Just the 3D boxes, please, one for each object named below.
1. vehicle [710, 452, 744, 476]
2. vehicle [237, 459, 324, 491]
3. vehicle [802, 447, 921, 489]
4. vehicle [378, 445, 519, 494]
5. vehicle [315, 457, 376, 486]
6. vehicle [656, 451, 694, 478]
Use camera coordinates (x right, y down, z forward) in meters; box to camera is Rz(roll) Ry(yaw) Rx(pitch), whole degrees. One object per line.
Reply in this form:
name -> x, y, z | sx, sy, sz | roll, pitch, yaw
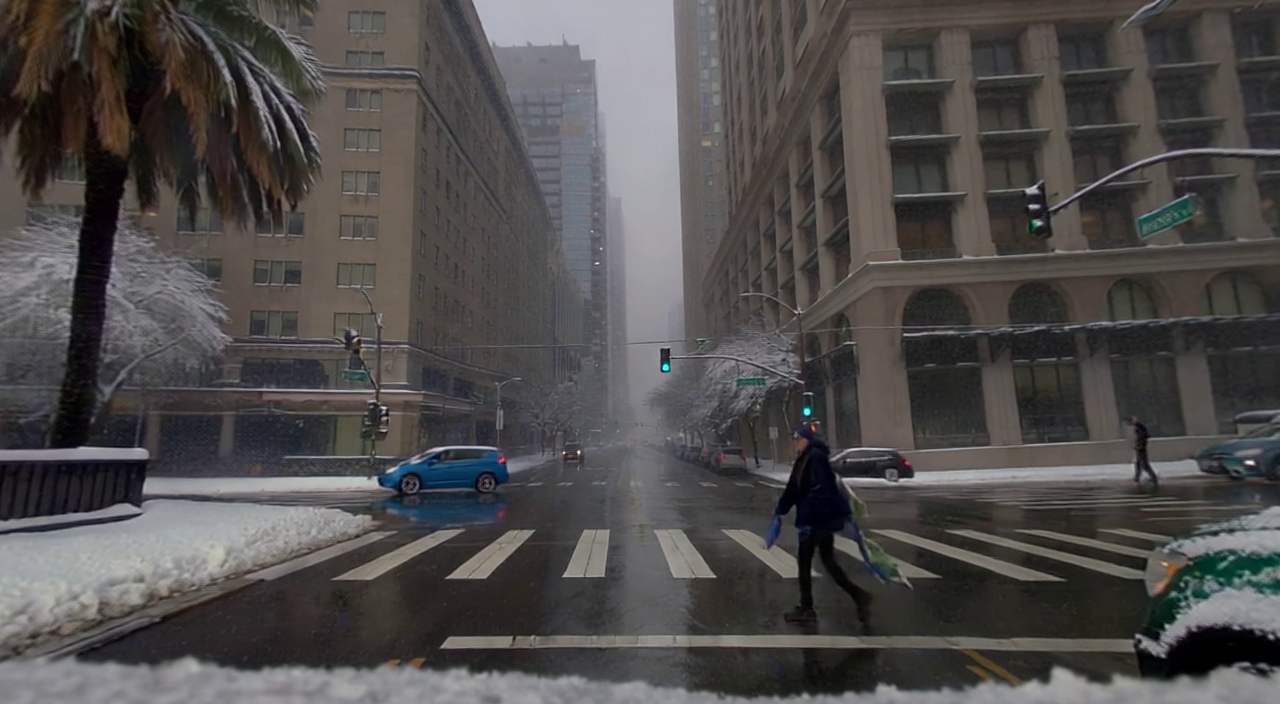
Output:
vehicle -> 6.517, 8.436, 47.804 | 2.176, 1.690, 4.138 | -1, -8, 3
vehicle -> -19.967, 6.854, 35.413 | 2.069, 1.540, 4.774 | 0, -8, 0
vehicle -> 8.859, 4.596, 25.314 | 4.273, 1.525, 2.000 | -4, -9, 22
vehicle -> -6.584, 4.091, 22.243 | 4.499, 1.594, 1.898 | 1, -9, -10
vehicle -> -20.114, 8.144, 43.374 | 2.043, 1.745, 4.420 | 0, -8, 0
vehicle -> 2.502, 8.222, 46.523 | 2.325, 1.810, 4.827 | 0, -8, -2
